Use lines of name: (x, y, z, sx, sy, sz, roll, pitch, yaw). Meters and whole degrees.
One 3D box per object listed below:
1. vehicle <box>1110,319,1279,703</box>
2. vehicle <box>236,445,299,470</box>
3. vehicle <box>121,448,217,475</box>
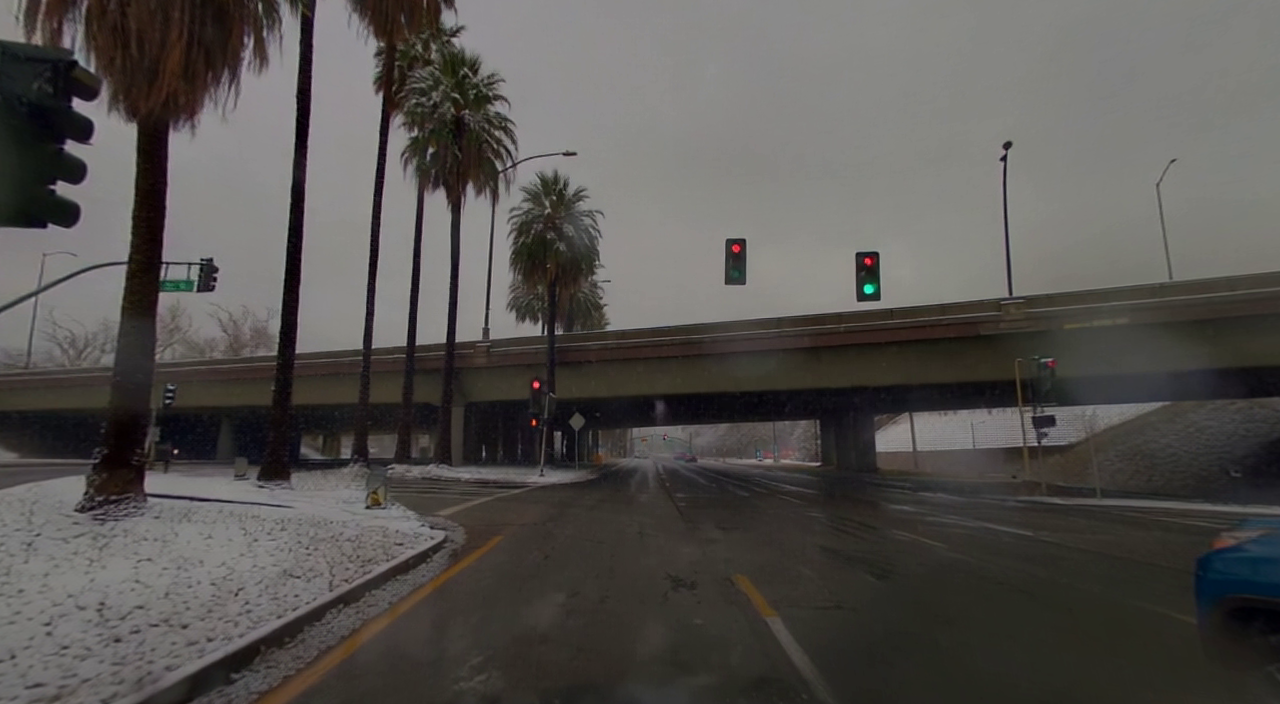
vehicle: (3.457, 0.526, 0.801, 2.028, 1.770, 4.737, 0, -9, 0)
vehicle: (-26.265, 7.423, 44.557, 1.941, 1.631, 4.017, 0, -9, 0)
vehicle: (-26.564, 6.164, 35.687, 1.830, 1.443, 4.551, 0, -9, 2)
